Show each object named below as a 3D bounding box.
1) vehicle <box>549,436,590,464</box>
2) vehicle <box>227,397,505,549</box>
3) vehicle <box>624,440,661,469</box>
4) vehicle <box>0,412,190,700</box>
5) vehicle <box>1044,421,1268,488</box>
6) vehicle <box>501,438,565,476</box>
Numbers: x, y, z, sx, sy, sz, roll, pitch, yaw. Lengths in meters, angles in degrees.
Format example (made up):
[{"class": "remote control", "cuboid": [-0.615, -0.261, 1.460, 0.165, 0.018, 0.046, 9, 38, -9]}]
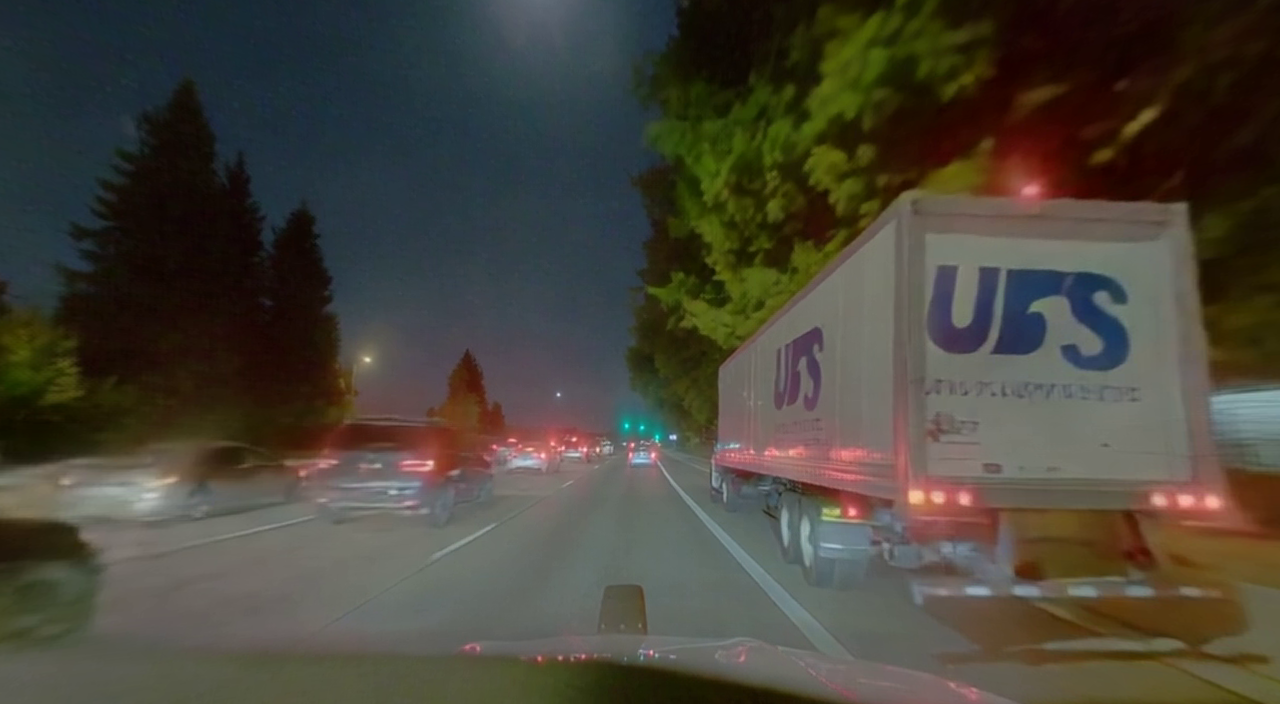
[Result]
[{"class": "vehicle", "cuboid": [-4.466, 6.301, 40.743, 2.042, 1.713, 4.493, 0, -8, 1]}, {"class": "vehicle", "cuboid": [-3.946, 1.868, 10.440, 2.242, 1.852, 5.201, 0, -8, 0]}, {"class": "vehicle", "cuboid": [0.137, 5.462, 33.831, 1.875, 1.453, 3.888, 0, -8, 0]}, {"class": "vehicle", "cuboid": [-4.294, 0.913, 2.265, 1.958, 1.472, 4.555, 0, -8, 1]}, {"class": "vehicle", "cuboid": [14.443, 2.897, 17.900, 4.513, 1.755, 1.874, -1, -8, 3]}, {"class": "vehicle", "cuboid": [-4.497, 4.455, 27.086, 2.068, 1.480, 4.039, 0, -8, 0]}]
